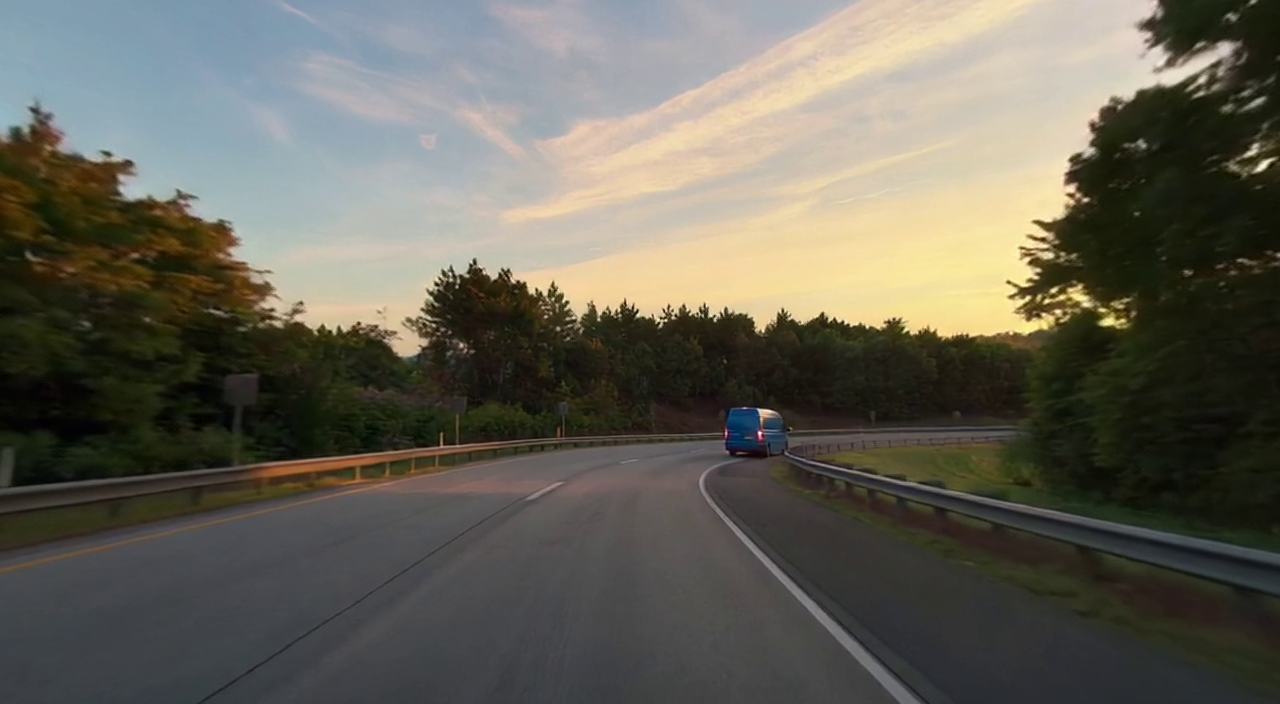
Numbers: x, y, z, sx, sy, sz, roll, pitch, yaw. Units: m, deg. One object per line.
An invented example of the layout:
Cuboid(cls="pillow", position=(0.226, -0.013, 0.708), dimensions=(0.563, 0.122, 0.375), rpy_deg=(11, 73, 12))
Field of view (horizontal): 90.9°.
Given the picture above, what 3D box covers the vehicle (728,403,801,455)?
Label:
Cuboid(cls="vehicle", position=(6.898, 4.222, 34.474), dimensions=(2.352, 2.577, 5.330), rpy_deg=(-4, -9, 29))
